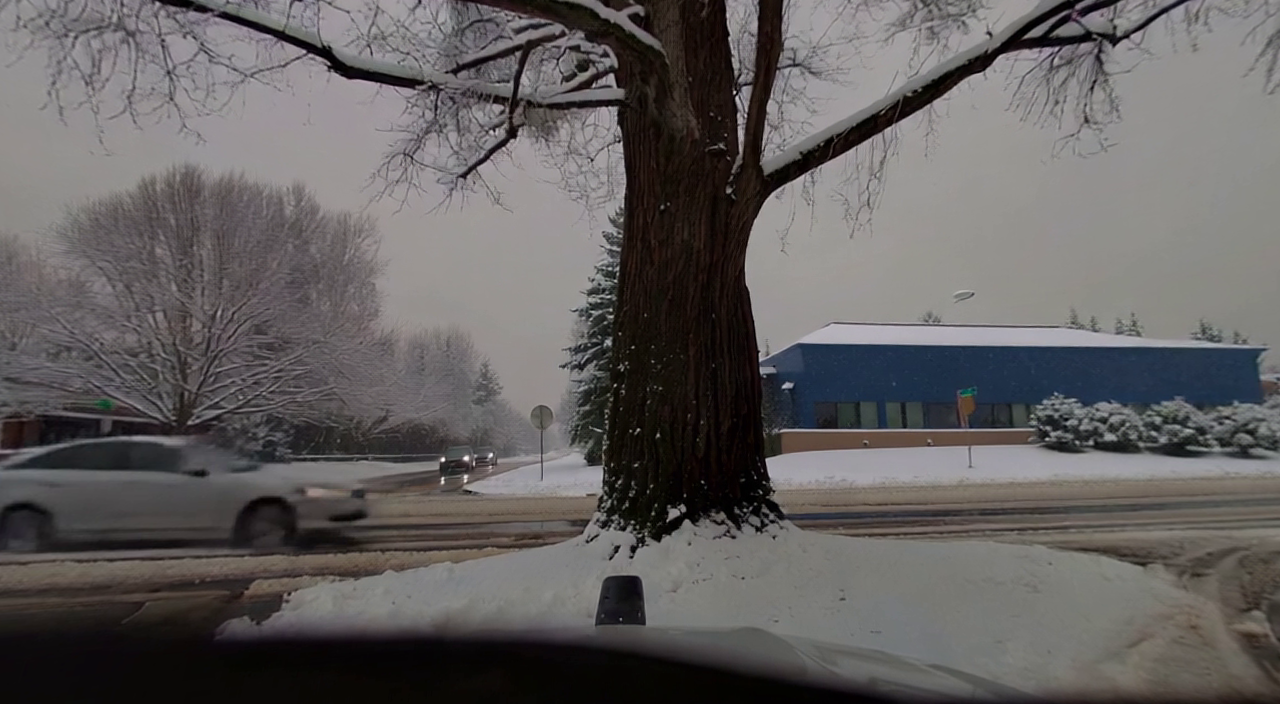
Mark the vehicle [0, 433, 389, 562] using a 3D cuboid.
[{"bbox_3d":[-6.012,1.860,8.533,4.426,1.451,2.124,1,-9,-7],"label":"vehicle"}]
